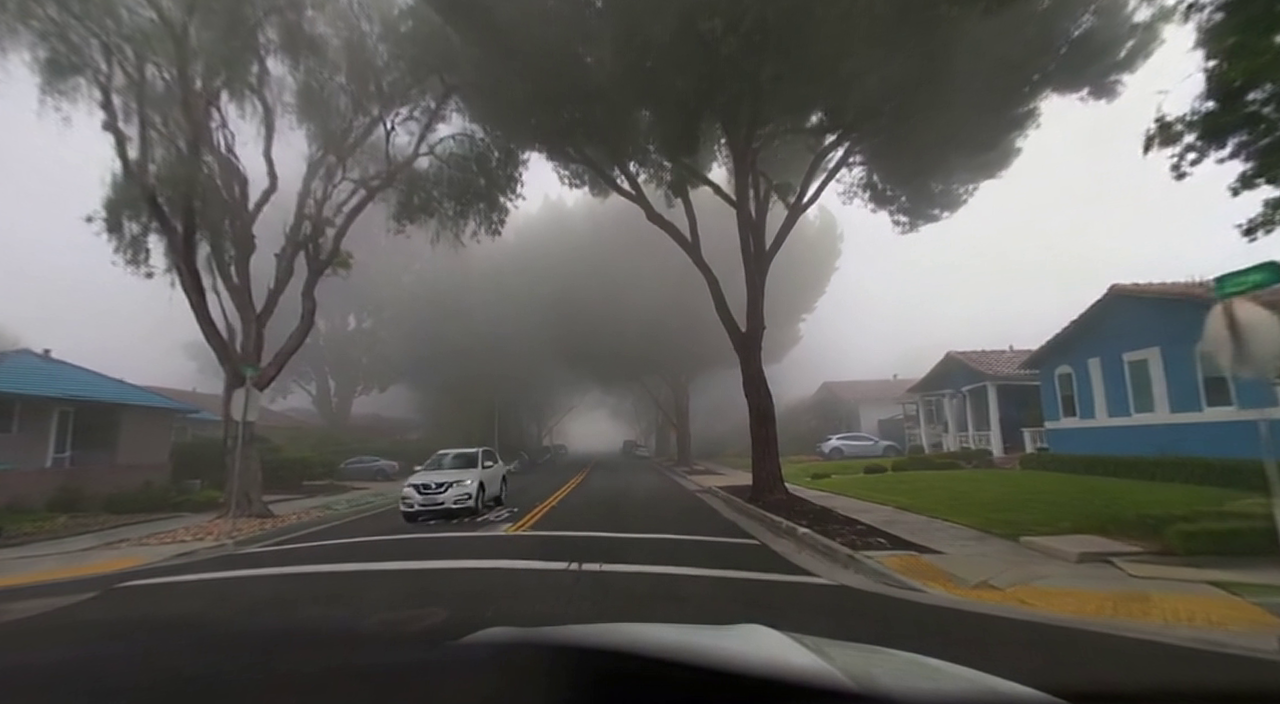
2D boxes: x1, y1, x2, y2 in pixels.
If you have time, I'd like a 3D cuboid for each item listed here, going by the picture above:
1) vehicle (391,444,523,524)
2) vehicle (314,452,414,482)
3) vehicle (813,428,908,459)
[{"bbox_3d":[-4.338,3.175,15.805,1.973,1.683,4.400,0,-9,0],"label":"vehicle"},{"bbox_3d":[-14.707,6.116,33.734,4.487,1.464,1.889,-1,-9,10],"label":"vehicle"},{"bbox_3d":[11.661,4.861,33.675,4.389,1.480,2.038,-2,-7,8],"label":"vehicle"}]
